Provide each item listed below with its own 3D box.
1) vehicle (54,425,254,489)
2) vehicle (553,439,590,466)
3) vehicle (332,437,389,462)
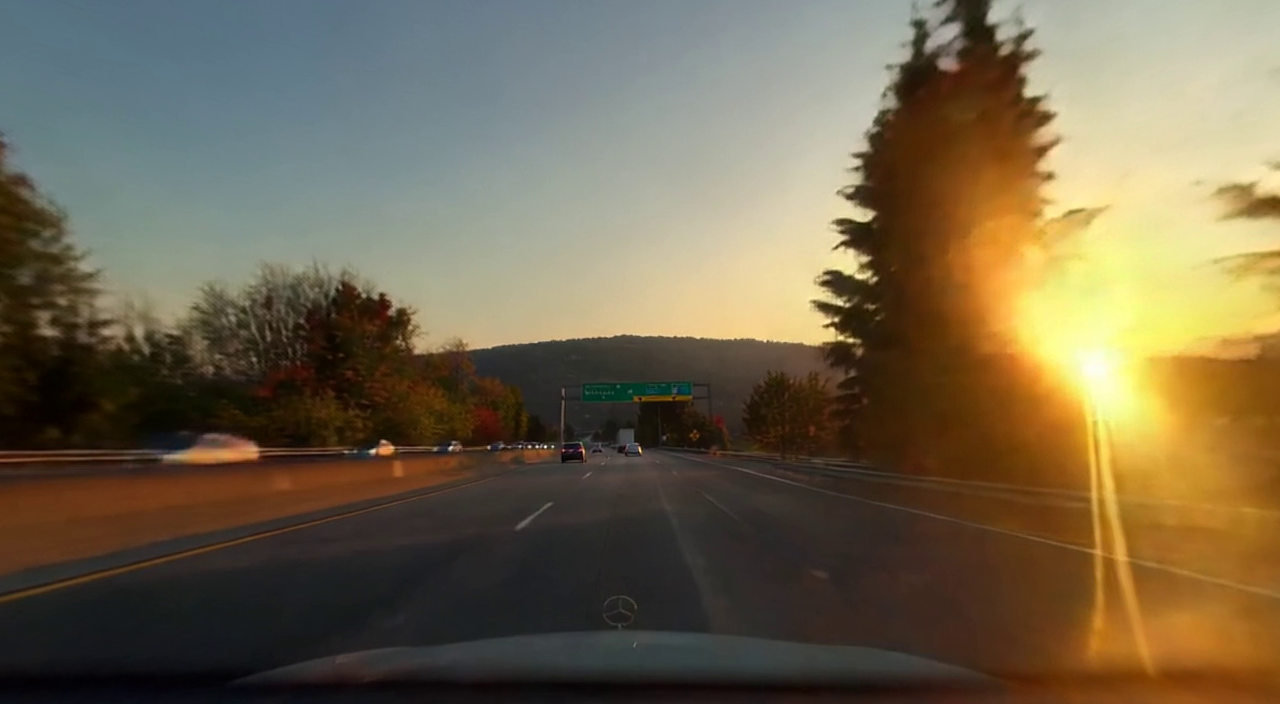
[{"bbox_3d":[-12.597,2.772,16.721,1.831,1.460,4.414,0,-9,-1],"label":"vehicle"},{"bbox_3d":[-4.445,6.588,41.207,2.098,1.692,4.038,0,-9,-1],"label":"vehicle"},{"bbox_3d":[-17.588,6.183,39.605,1.857,1.478,3.924,0,-9,-1],"label":"vehicle"}]
